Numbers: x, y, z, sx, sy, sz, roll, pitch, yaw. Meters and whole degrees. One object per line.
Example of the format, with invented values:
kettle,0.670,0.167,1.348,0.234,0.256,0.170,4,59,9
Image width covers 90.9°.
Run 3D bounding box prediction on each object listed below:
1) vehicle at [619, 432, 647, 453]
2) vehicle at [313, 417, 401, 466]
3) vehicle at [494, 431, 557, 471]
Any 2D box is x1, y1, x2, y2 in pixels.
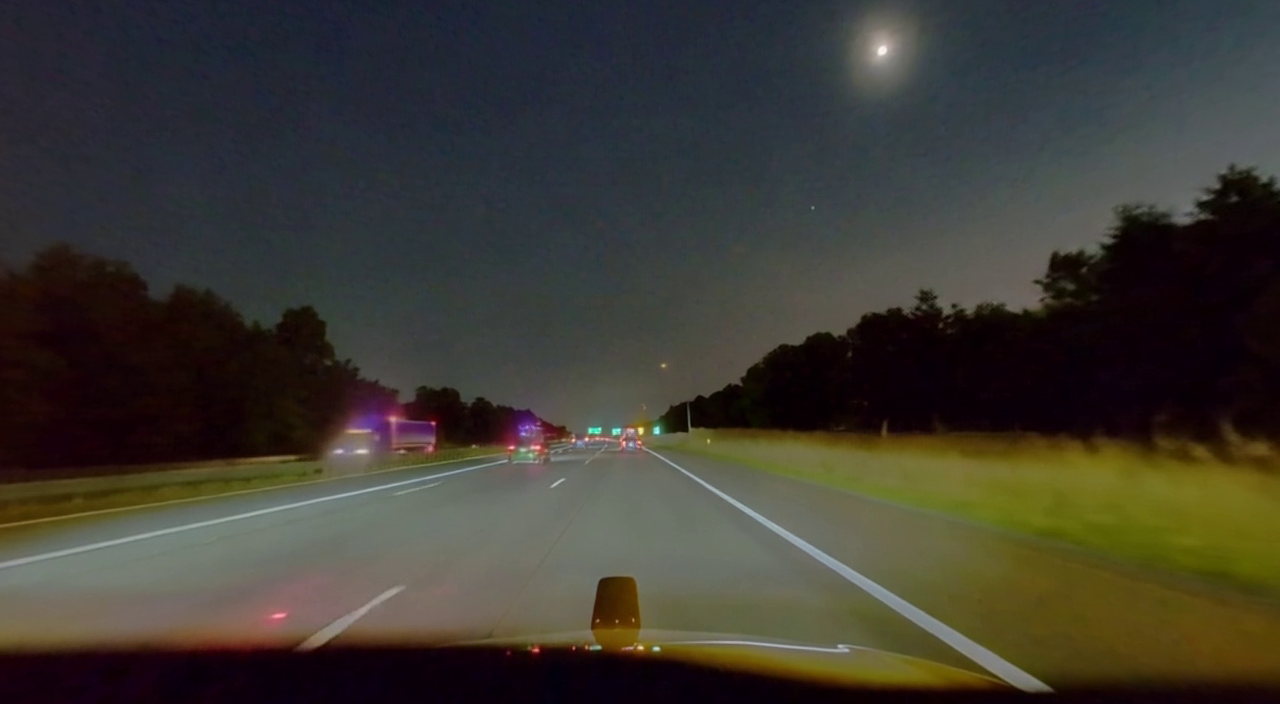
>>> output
vehicle,-0.549,7.030,48.879,2.139,1.561,4.060,0,-8,-1
vehicle,-17.915,5.726,40.378,2.615,2.860,6.648,0,-8,-1
vehicle,-4.607,4.028,25.963,1.959,1.514,3.668,0,-8,-1
